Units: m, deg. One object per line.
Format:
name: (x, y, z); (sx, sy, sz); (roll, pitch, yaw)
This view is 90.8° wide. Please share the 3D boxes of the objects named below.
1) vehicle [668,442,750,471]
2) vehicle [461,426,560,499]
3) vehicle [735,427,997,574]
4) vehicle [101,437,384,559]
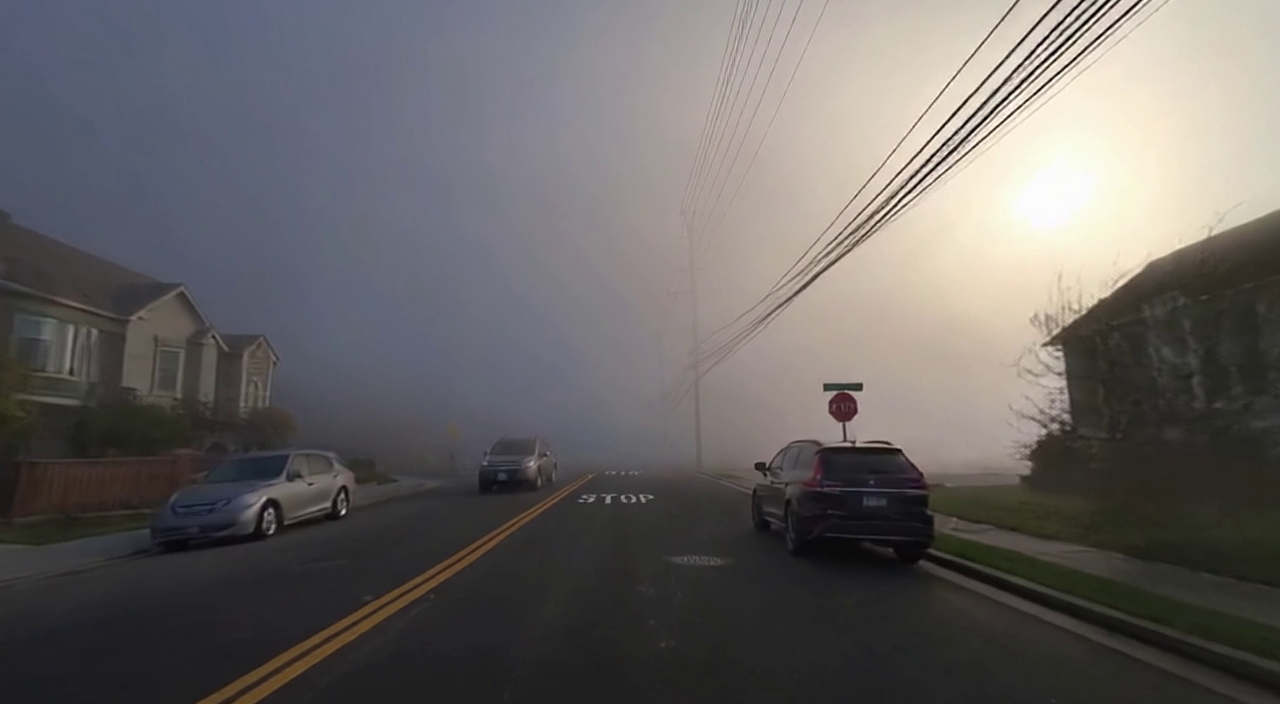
vehicle: (5.044, 7.663, 46.405); (5.578, 1.842, 2.300); (4, -10, -12)
vehicle: (-3.818, 3.343, 19.512); (2.277, 1.970, 4.512); (0, -9, -3)
vehicle: (2.728, 1.911, 8.963); (2.080, 1.531, 4.415); (0, -9, 0)
vehicle: (-6.851, 2.489, 11.724); (2.156, 1.728, 4.619); (-2, -8, 2)
